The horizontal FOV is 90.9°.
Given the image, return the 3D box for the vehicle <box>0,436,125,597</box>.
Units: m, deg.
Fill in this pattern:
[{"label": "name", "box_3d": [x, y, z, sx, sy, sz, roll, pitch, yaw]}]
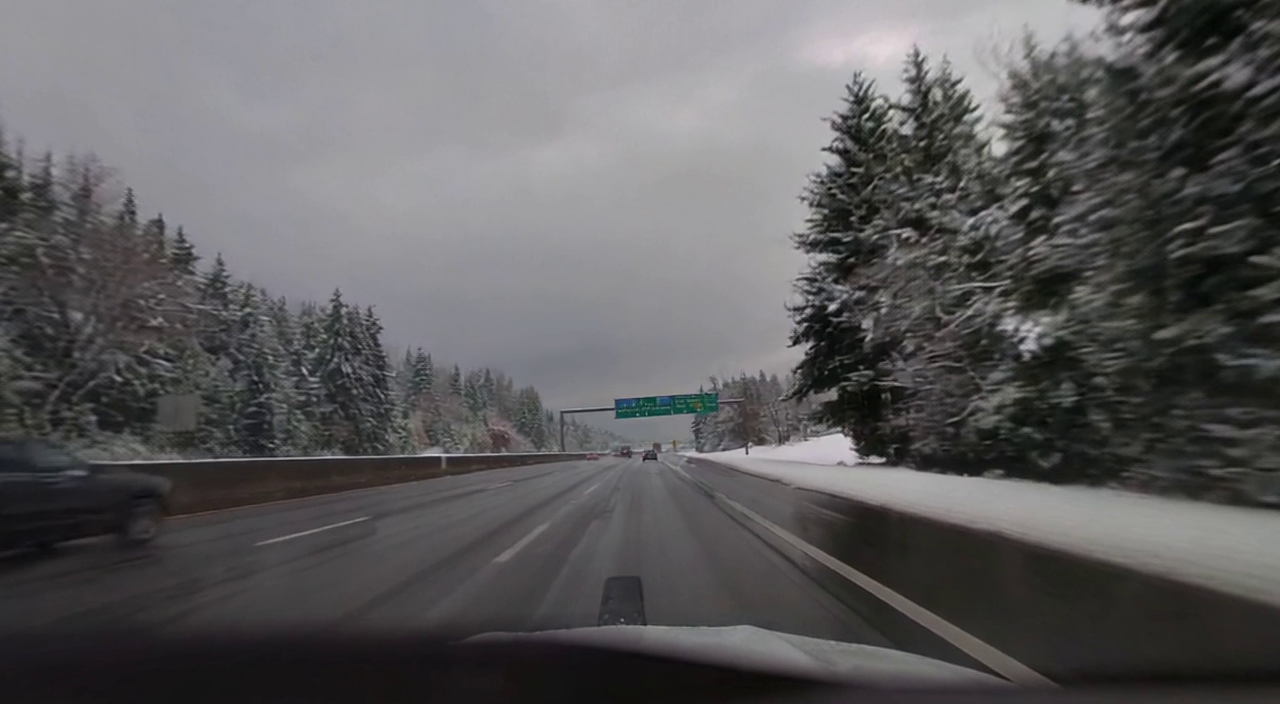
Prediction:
[{"label": "vehicle", "box_3d": [-6.832, 1.388, 4.827, 1.835, 1.459, 4.636, -2, -9, 1]}]
